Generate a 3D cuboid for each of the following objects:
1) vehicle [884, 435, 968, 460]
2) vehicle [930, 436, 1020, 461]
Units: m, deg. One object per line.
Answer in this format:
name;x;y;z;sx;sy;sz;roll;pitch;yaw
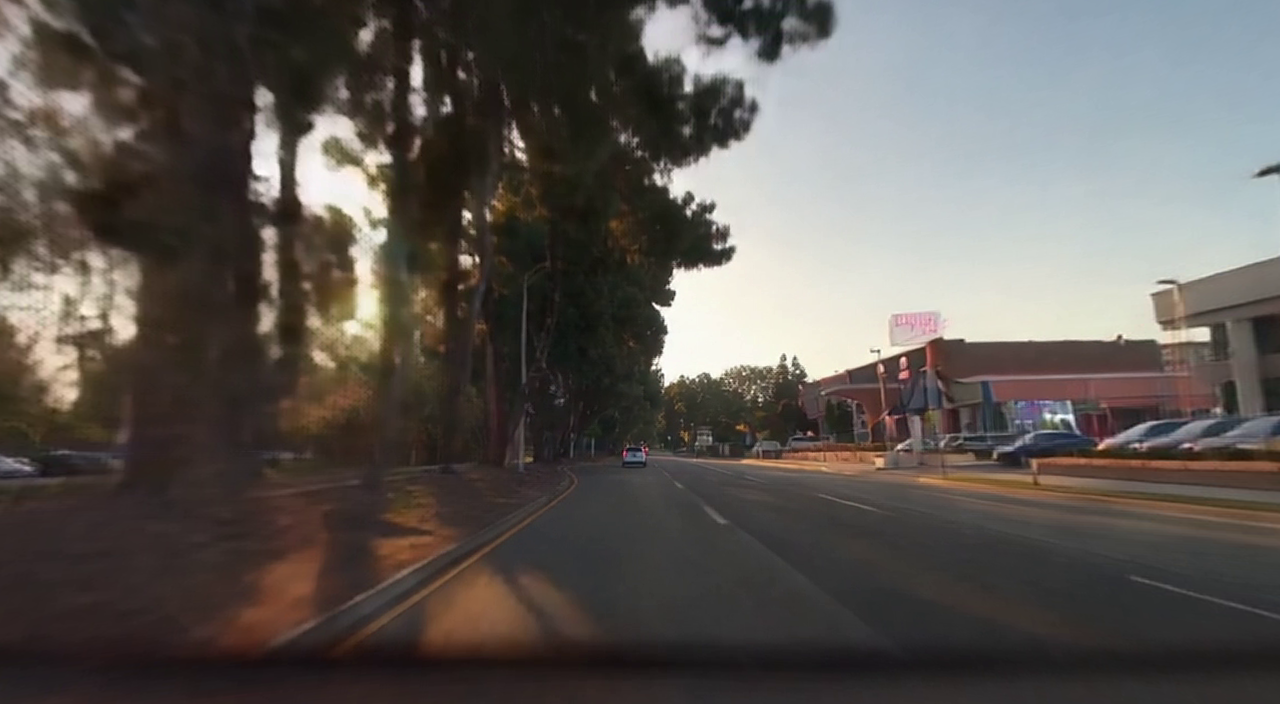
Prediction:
vehicle;19.834;6.652;43.991;4.758;1.677;2.154;0;-8;1
vehicle;20.656;5.978;39.060;4.396;1.450;1.956;-1;-8;4
